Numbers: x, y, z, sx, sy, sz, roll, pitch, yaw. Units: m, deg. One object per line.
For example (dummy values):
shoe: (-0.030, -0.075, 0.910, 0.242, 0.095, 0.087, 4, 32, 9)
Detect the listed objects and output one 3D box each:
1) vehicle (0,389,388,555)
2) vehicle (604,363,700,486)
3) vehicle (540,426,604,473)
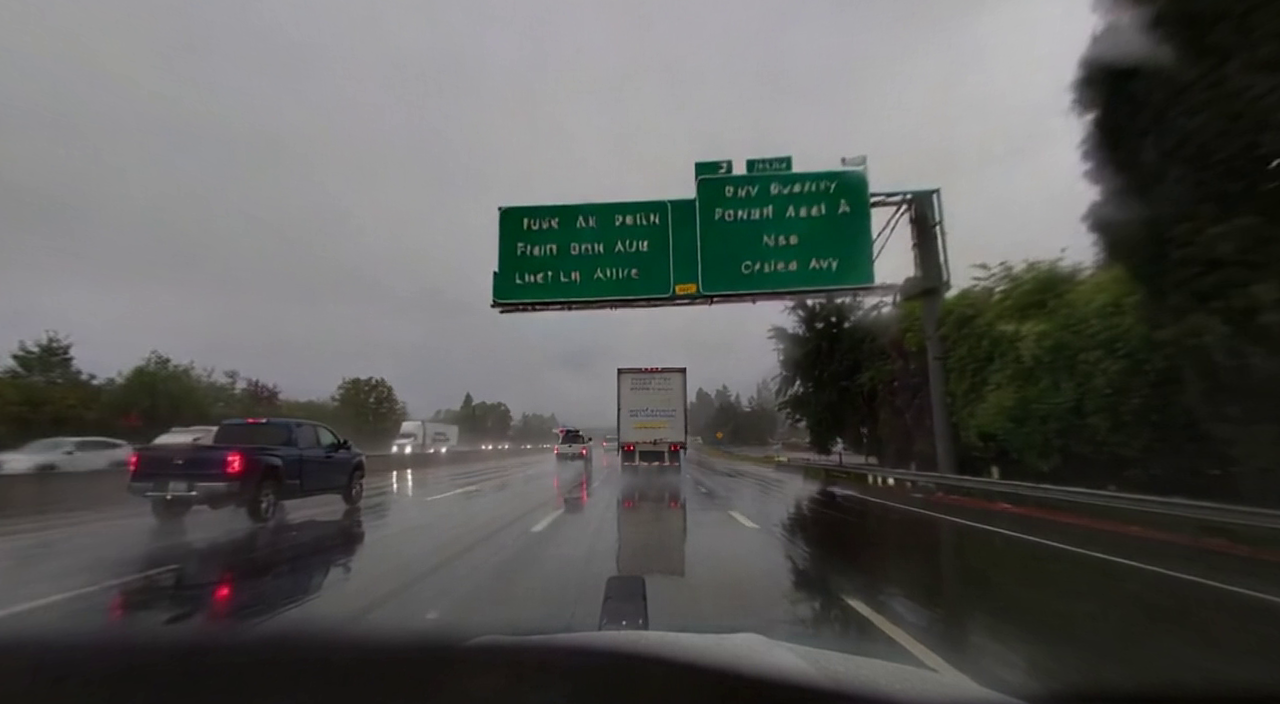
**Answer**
vehicle: (-6.748, 1.892, 10.615, 2.479, 1.978, 5.952, 0, -9, 1)
vehicle: (0.337, 2.970, 24.494, 2.941, 3.794, 9.851, 0, -9, 0)
vehicle: (-3.204, 4.828, 31.226, 2.379, 2.075, 6.169, 0, -9, 1)
